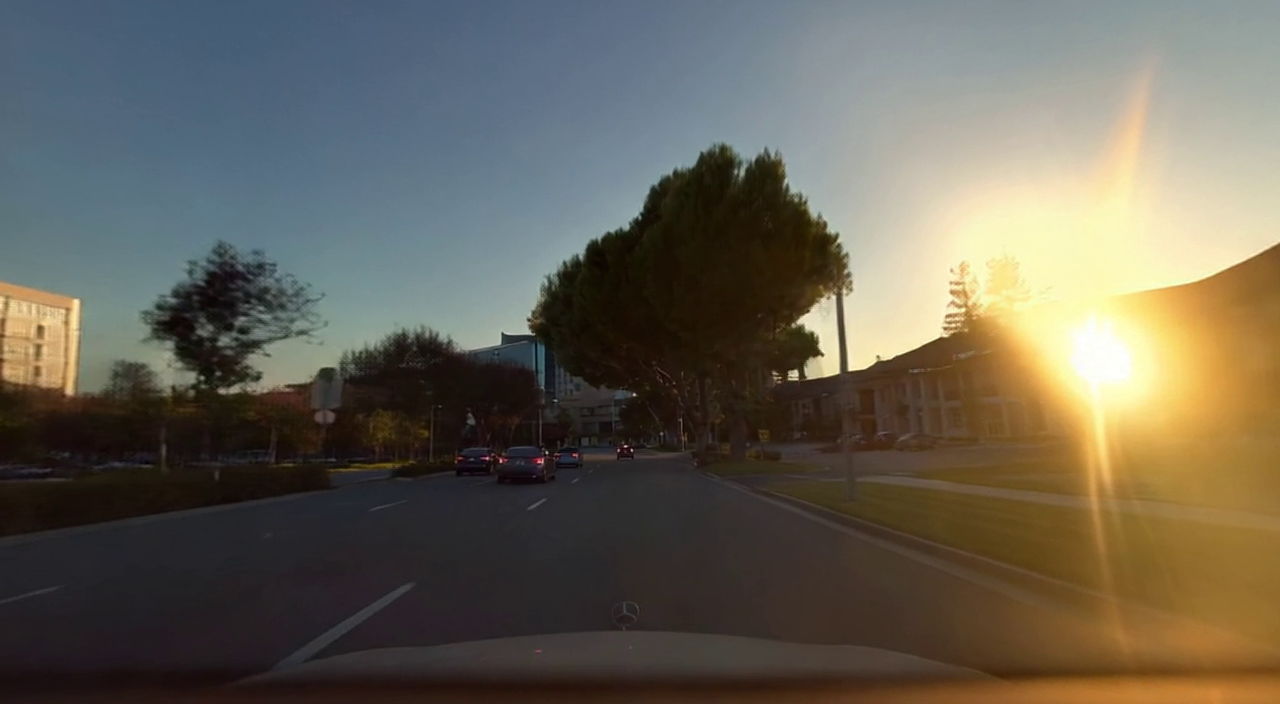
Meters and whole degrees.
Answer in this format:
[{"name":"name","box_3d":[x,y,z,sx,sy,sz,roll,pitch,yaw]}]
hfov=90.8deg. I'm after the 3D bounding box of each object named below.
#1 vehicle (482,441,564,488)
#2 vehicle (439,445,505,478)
[{"name":"vehicle","box_3d":[-4.017,3.949,22.526,2.011,1.483,4.596,0,-9,0]},{"name":"vehicle","box_3d":[-8.161,5.358,31.198,1.976,1.497,4.709,0,-9,0]}]
